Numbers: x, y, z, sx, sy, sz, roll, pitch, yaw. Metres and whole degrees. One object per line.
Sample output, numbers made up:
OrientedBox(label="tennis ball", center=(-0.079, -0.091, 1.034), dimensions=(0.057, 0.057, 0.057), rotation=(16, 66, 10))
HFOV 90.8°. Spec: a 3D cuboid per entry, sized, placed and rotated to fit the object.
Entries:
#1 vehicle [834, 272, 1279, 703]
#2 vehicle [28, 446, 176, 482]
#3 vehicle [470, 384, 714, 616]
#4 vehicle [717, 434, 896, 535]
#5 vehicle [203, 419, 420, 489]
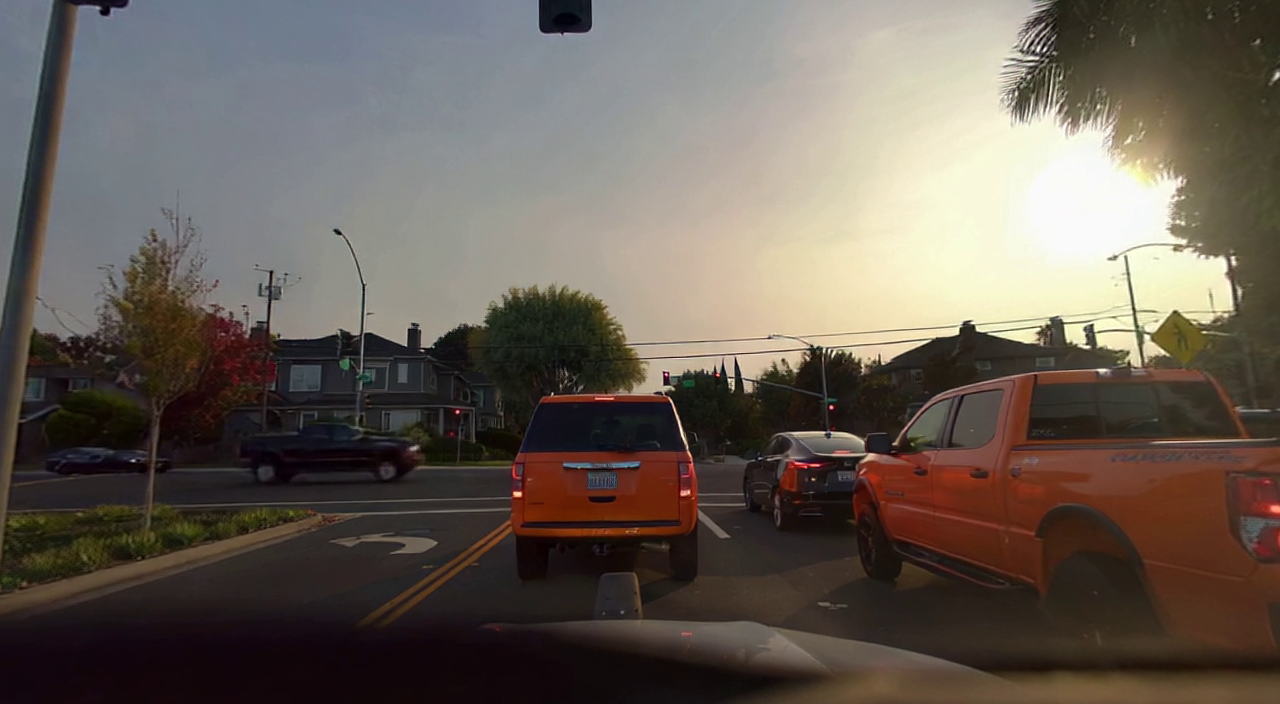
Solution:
OrientedBox(label="vehicle", center=(2.973, 0.948, 3.895), dimensions=(1.886, 1.849, 5.070), rotation=(0, -8, -1))
OrientedBox(label="vehicle", center=(-22.925, 4.769, 27.085), dimensions=(4.533, 1.350, 1.714), rotation=(0, -7, -8))
OrientedBox(label="vehicle", center=(-0.256, 1.394, 6.700), dimensions=(1.915, 1.780, 3.379), rotation=(-1, -8, 4))
OrientedBox(label="vehicle", center=(2.710, 2.266, 11.524), dimensions=(1.952, 1.465, 4.421), rotation=(0, -8, -2))
OrientedBox(label="vehicle", center=(-11.385, 3.580, 22.457), dimensions=(6.403, 2.287, 2.039), rotation=(1, -8, -10))
